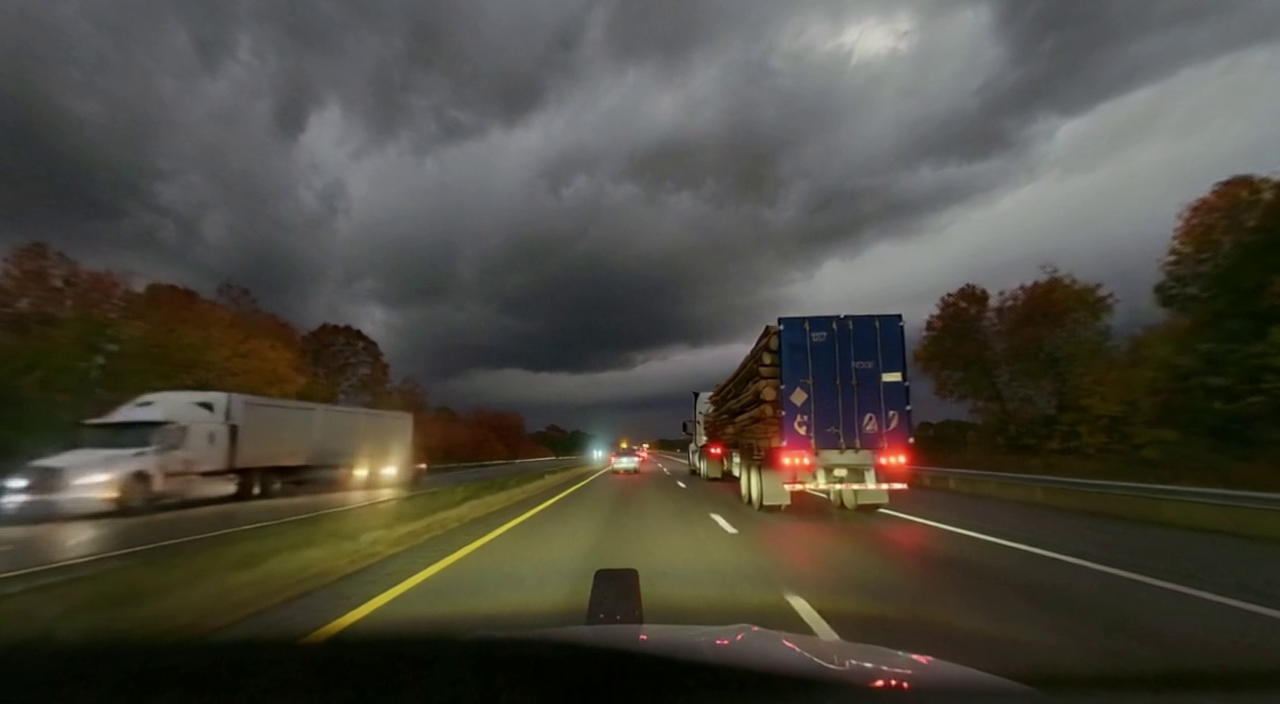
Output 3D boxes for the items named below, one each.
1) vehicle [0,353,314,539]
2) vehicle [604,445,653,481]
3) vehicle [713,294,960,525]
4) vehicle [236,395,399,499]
[{"bbox_3d":[-14.101,2.795,18.675,2.968,3.947,10.444,-1,-9,1],"label":"vehicle"},{"bbox_3d":[-0.482,5.036,28.731,2.099,1.506,4.097,-1,-9,0],"label":"vehicle"},{"bbox_3d":[3.787,1.564,14.865,3.004,3.923,8.363,-1,-9,0],"label":"vehicle"},{"bbox_3d":[-14.031,4.297,28.325,2.876,3.959,8.104,-1,-9,1],"label":"vehicle"}]
